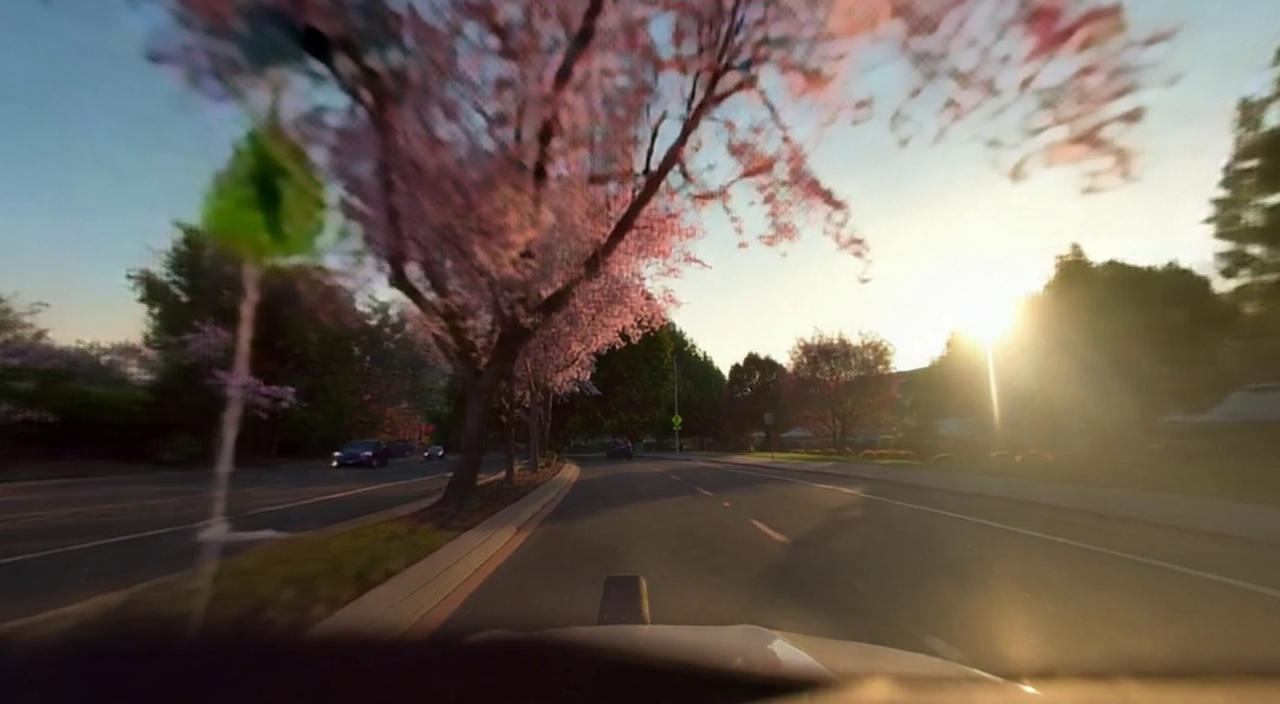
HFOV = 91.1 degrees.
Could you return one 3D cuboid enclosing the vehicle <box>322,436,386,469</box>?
[{"bbox_3d":[-15.897,5.607,35.141,1.985,1.705,4.209,1,-9,-6],"label":"vehicle"}]
